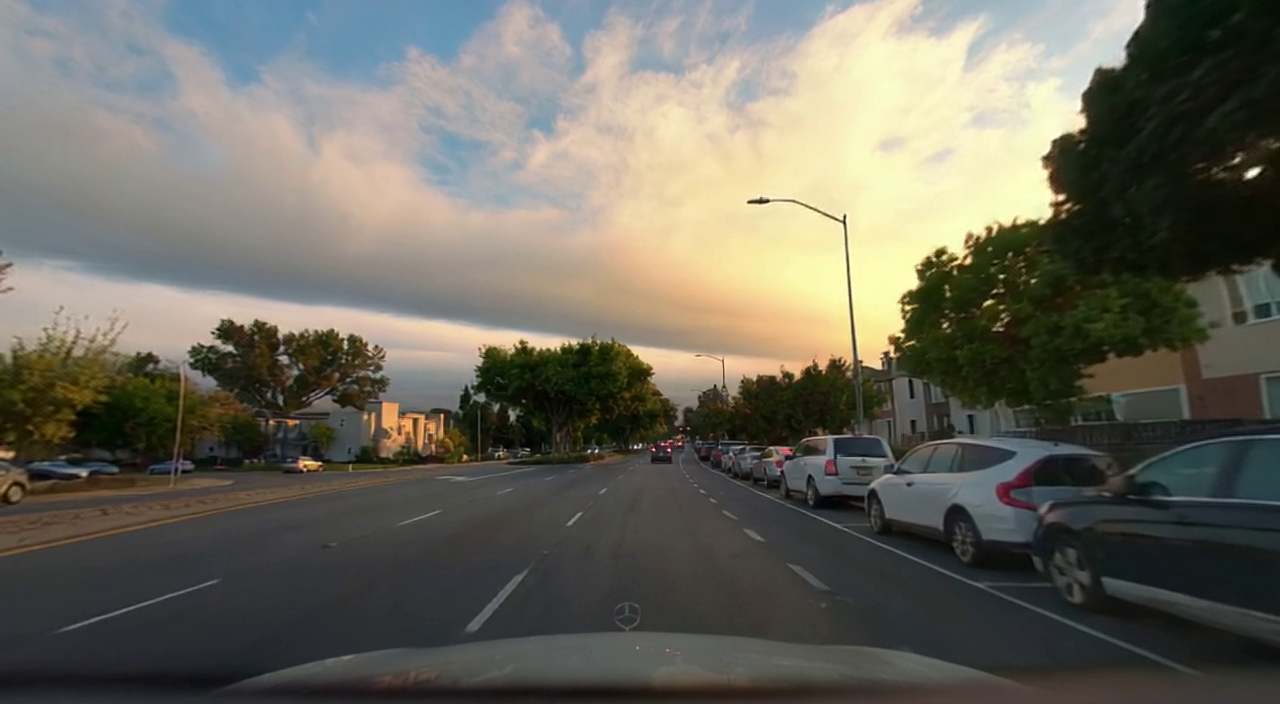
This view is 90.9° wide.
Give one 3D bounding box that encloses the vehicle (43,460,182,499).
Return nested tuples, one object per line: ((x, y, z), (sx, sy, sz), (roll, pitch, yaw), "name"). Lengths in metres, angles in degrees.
((-23.086, 5.572, 27.884), (1.909, 1.451, 4.757), (-1, -9, 2), "vehicle")

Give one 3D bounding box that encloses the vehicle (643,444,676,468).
((1.290, 6.727, 40.953), (2.011, 1.480, 4.170), (-1, -9, 2), "vehicle")

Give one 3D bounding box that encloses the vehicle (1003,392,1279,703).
((4.427, 1.112, 3.837), (2.011, 1.649, 4.001), (0, -9, 0), "vehicle")
